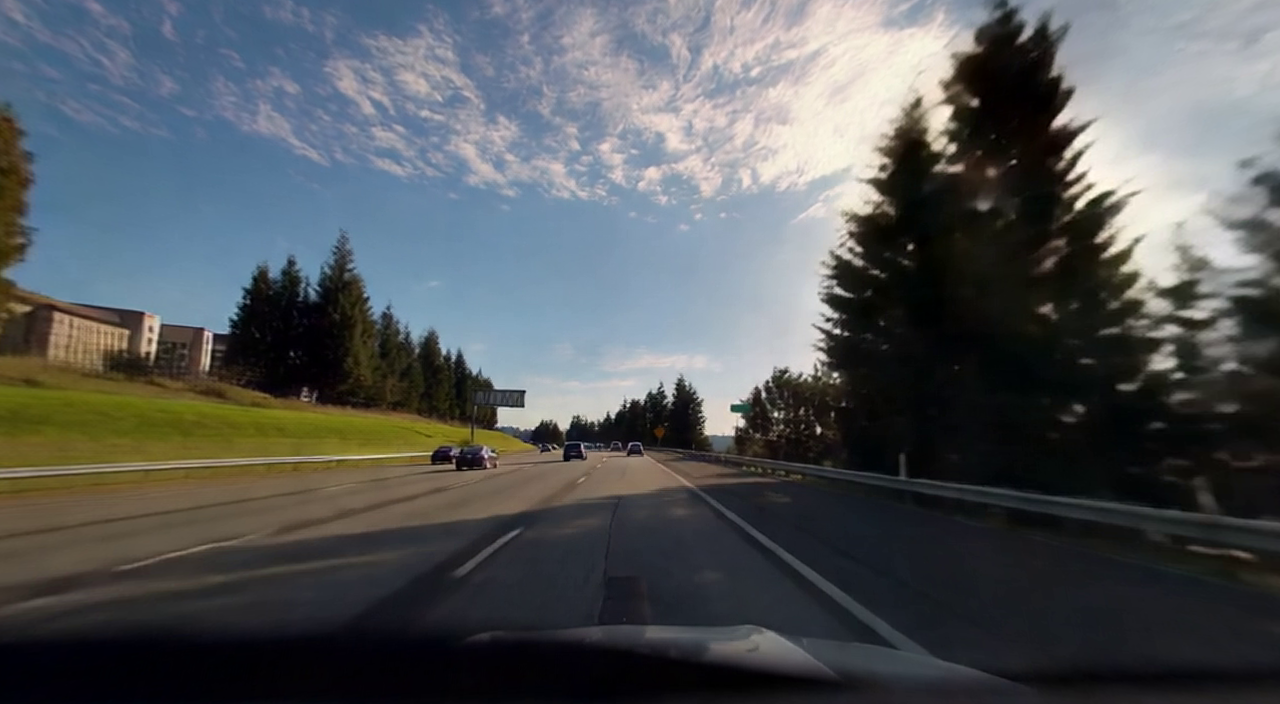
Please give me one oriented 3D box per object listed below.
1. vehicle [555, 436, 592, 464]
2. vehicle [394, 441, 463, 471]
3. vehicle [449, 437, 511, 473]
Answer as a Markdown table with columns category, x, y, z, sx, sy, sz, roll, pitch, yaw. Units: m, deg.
| category | x | y | z | sx | sy | sz | roll | pitch | yaw |
| --- | --- | --- | --- | --- | --- | --- | --- | --- | --- |
| vehicle | -4.429 | 6.629 | 42.611 | 2.138 | 1.833 | 4.622 | 0 | -8 | -2 |
| vehicle | -11.555 | 5.691 | 34.725 | 2.100 | 1.537 | 5.092 | 0 | -8 | -1 |
| vehicle | -8.009 | 5.194 | 31.851 | 2.015 | 1.651 | 4.432 | 0 | -8 | -1 |
